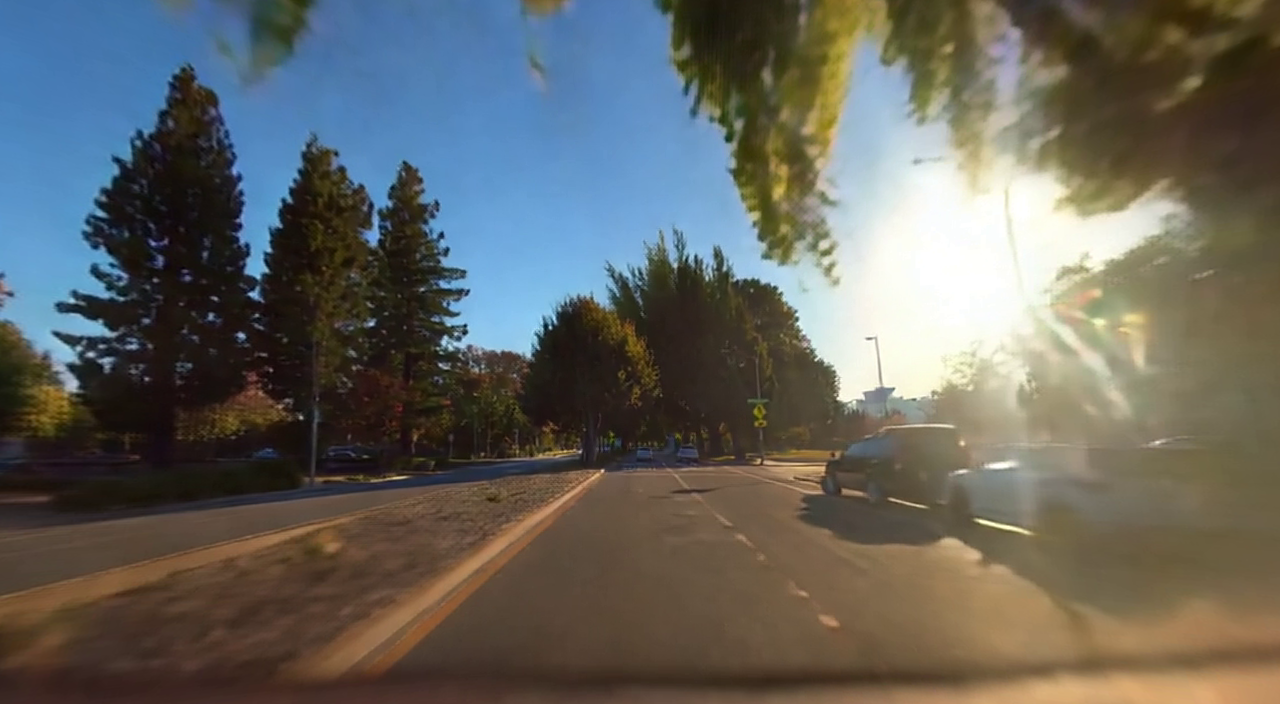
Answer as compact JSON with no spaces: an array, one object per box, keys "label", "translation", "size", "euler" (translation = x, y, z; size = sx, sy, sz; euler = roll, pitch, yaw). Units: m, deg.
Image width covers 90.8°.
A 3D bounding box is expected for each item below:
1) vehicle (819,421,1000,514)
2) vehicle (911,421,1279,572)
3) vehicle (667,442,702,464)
[{"label":"vehicle","translation":[6.492,2.848,16.115],"size":[2.081,1.967,5.211],"euler":[0,-8,-3]},{"label":"vehicle","translation":[6.501,2.072,10.017],"size":[2.040,1.710,5.200],"euler":[1,-8,-1]},{"label":"vehicle","translation":[3.221,7.419,46.422],"size":[2.142,1.501,4.273],"euler":[0,-8,-1]}]
